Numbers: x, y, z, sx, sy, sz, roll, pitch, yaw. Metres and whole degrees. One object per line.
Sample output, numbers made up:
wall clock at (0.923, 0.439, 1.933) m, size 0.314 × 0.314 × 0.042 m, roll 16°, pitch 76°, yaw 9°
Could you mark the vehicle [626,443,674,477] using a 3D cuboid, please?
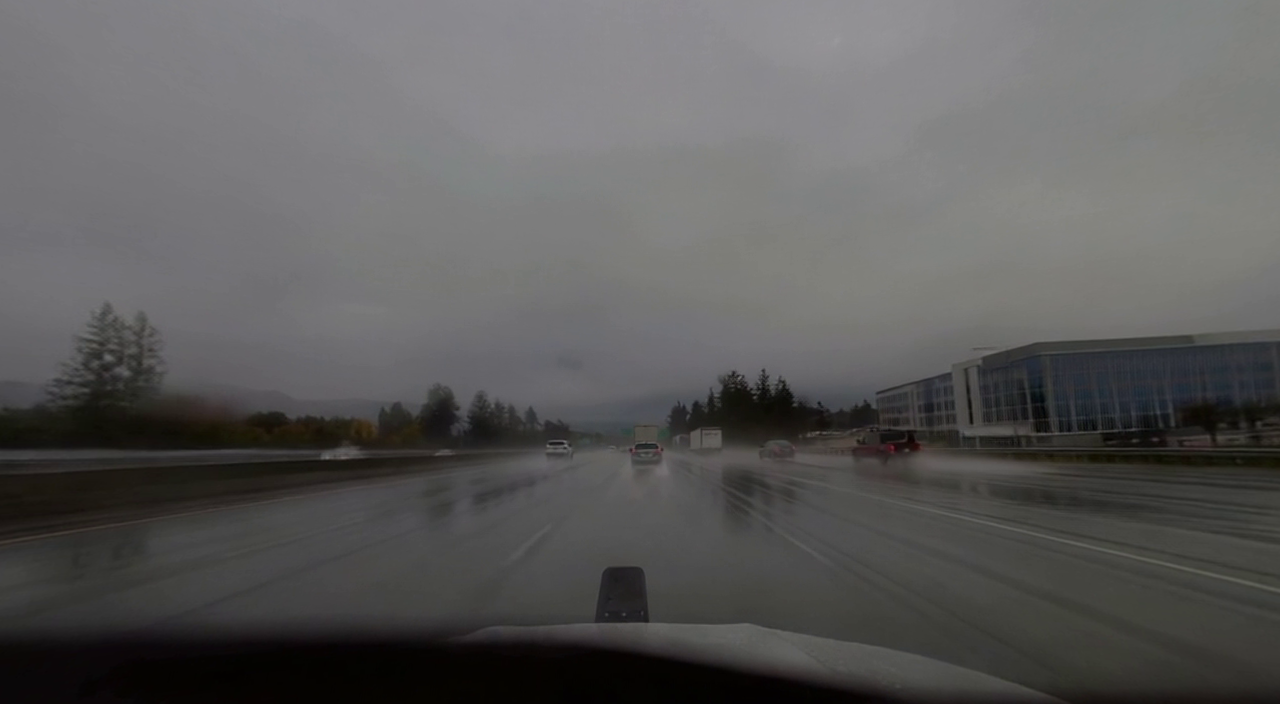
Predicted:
vehicle at (0.413, 5.057, 29.917) m, size 2.112 × 1.482 × 4.082 m, roll 0°, pitch -8°, yaw 0°
